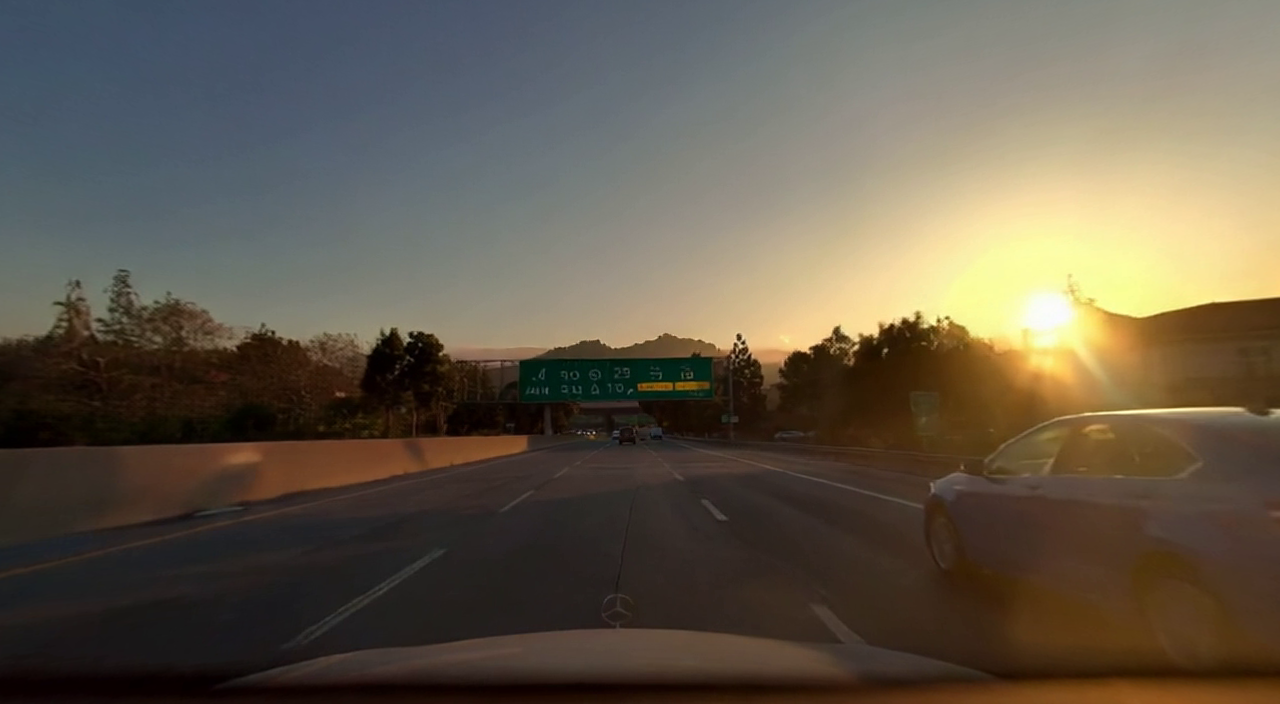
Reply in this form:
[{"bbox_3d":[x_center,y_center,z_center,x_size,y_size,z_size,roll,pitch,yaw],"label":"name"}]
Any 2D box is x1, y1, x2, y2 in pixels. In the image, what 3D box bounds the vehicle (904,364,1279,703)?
[{"bbox_3d":[3.442,1.011,3.723,1.973,1.563,3.959,0,-8,-1],"label":"vehicle"}]
